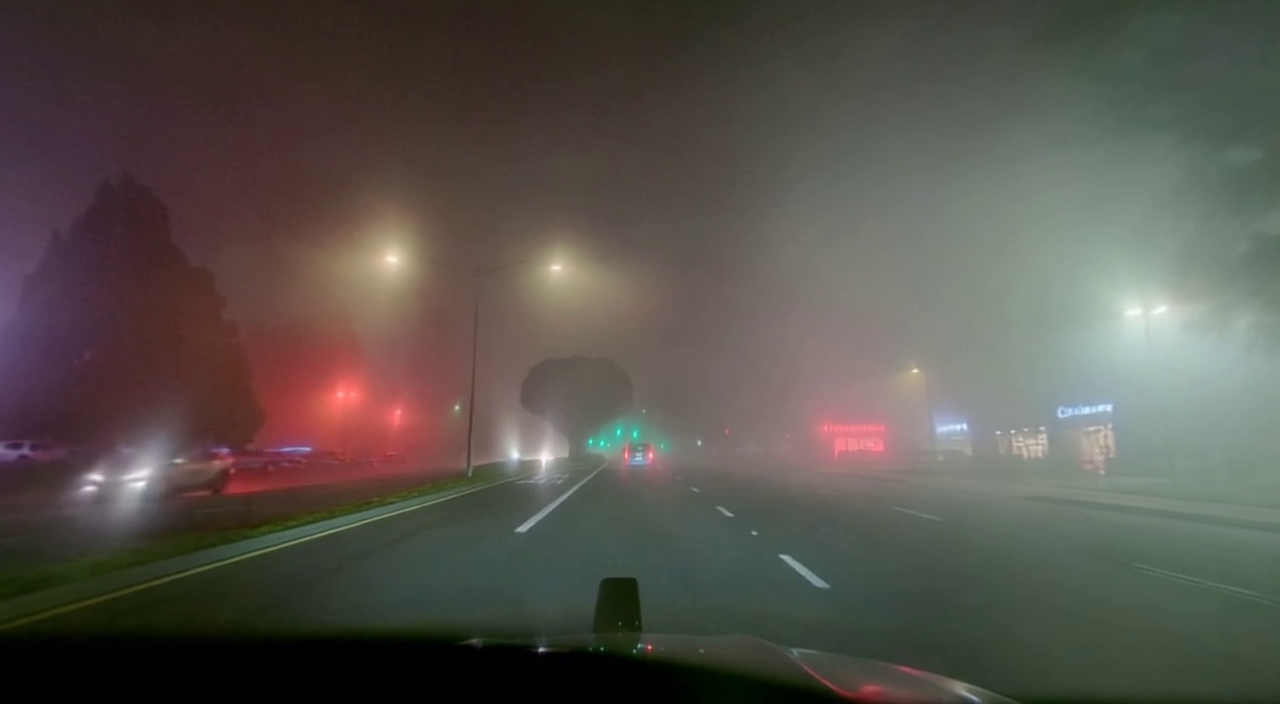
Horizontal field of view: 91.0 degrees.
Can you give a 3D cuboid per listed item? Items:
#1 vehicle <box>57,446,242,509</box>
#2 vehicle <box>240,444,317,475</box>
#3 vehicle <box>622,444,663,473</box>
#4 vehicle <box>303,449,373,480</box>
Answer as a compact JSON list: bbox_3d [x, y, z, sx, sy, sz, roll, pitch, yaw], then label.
[{"bbox_3d":[-15.830,4.023,20.792,2.149,1.795,4.980,0,-9,-1],"label":"vehicle"},{"bbox_3d":[-24.233,7.196,42.465,2.146,1.939,5.462,1,-9,-3],"label":"vehicle"},{"bbox_3d":[0.089,5.688,33.778,1.998,1.452,3.773,0,-9,-2],"label":"vehicle"},{"bbox_3d":[-19.528,7.275,40.955,2.072,1.804,5.136,-1,-9,-1],"label":"vehicle"}]
